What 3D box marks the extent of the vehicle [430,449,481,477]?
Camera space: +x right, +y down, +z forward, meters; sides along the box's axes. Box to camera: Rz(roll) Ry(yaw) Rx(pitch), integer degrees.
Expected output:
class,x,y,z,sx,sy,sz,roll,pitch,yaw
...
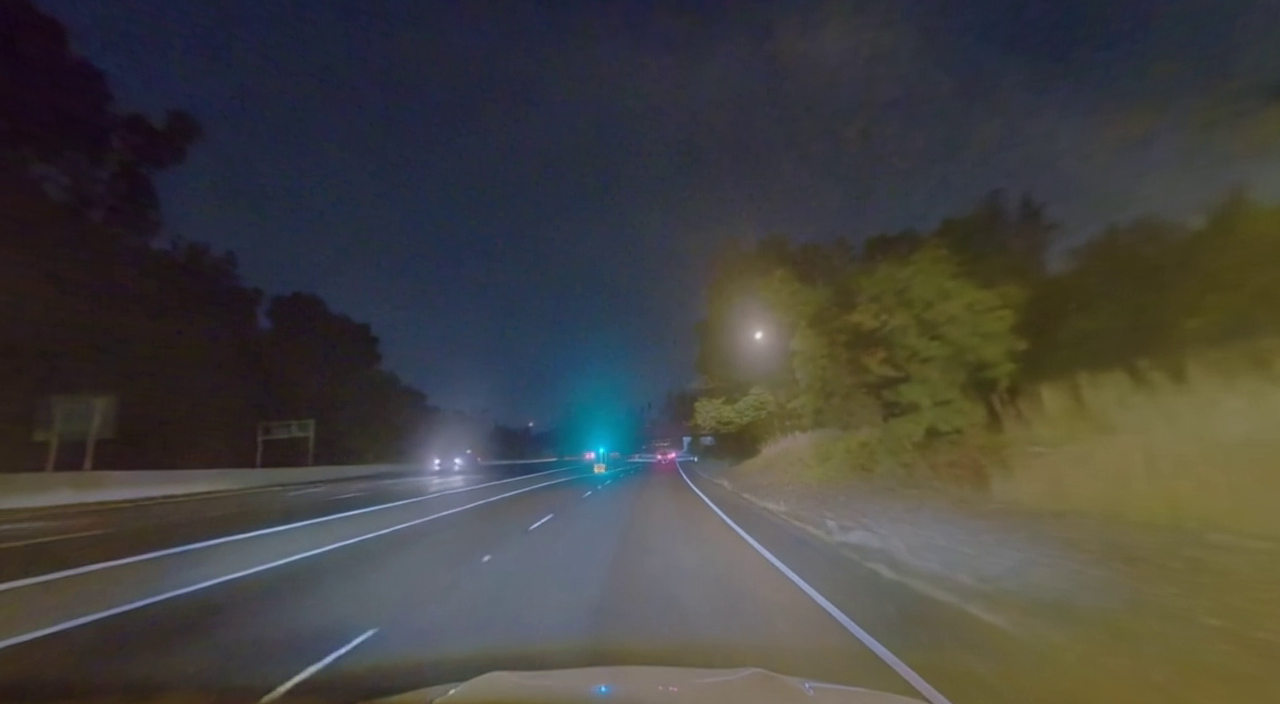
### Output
class,x,y,z,sx,sy,sz,roll,pitch,yaw
vehicle,-11.931,7.175,41.036,1.981,1.676,4.508,0,-9,0
